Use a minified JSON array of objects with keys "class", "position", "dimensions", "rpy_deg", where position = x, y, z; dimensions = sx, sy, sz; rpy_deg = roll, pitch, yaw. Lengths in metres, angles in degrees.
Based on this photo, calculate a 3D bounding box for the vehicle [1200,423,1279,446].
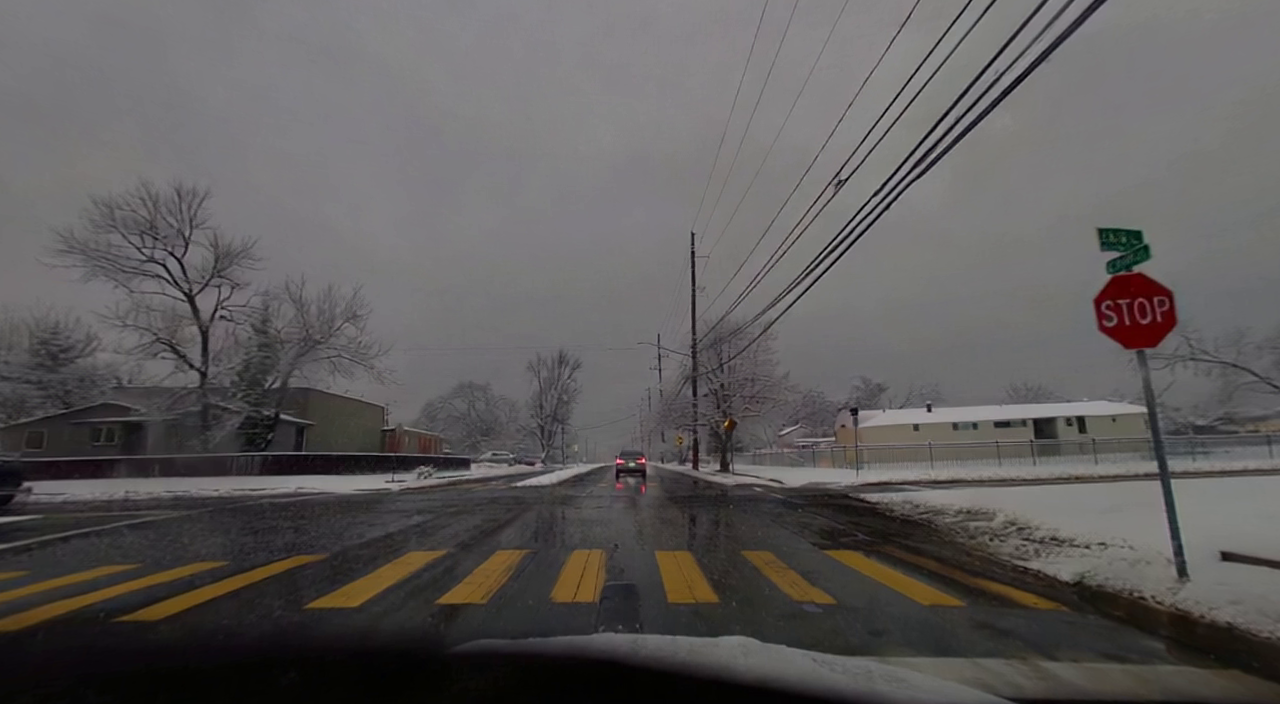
[{"class":"vehicle","position":[44.578,6.056,46.282],"dimensions":[2.251,1.596,5.193],"rpy_deg":[-1,-8,0]}]

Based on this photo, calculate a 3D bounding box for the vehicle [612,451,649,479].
[{"class":"vehicle","position":[-0.492,6.630,37.287],"dimensions":[2.064,1.477,3.968],"rpy_deg":[0,-9,1]}]
